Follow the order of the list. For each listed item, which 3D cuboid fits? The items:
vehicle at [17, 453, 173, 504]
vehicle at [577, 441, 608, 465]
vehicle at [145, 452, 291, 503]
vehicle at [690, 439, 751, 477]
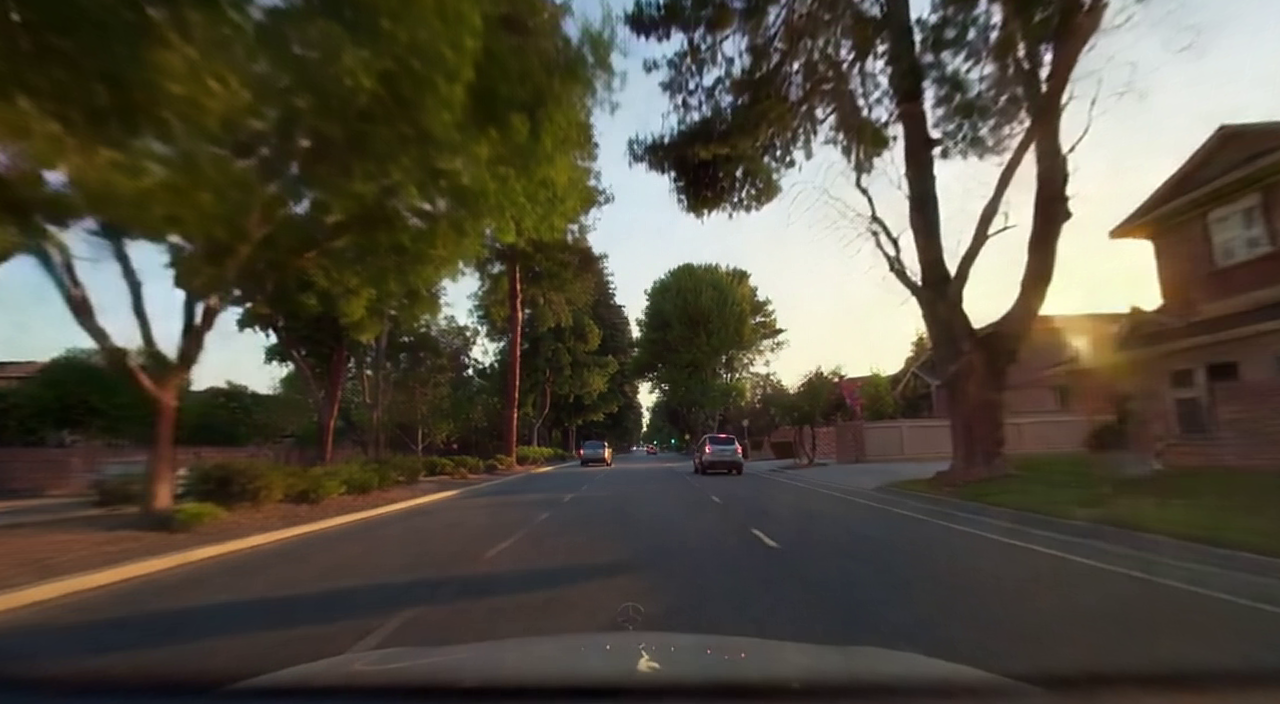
[{"bbox_3d":[-21.693,4.995,25.423,1.990,1.787,4.709,0,-8,0],"label":"vehicle"},{"bbox_3d":[-3.577,7.643,47.977,2.002,1.747,4.728,0,-8,0],"label":"vehicle"},{"bbox_3d":[-14.128,4.196,21.507,1.892,1.480,4.467,0,-8,0],"label":"vehicle"},{"bbox_3d":[3.820,5.131,30.774,2.321,1.695,5.037,0,-8,0],"label":"vehicle"}]
